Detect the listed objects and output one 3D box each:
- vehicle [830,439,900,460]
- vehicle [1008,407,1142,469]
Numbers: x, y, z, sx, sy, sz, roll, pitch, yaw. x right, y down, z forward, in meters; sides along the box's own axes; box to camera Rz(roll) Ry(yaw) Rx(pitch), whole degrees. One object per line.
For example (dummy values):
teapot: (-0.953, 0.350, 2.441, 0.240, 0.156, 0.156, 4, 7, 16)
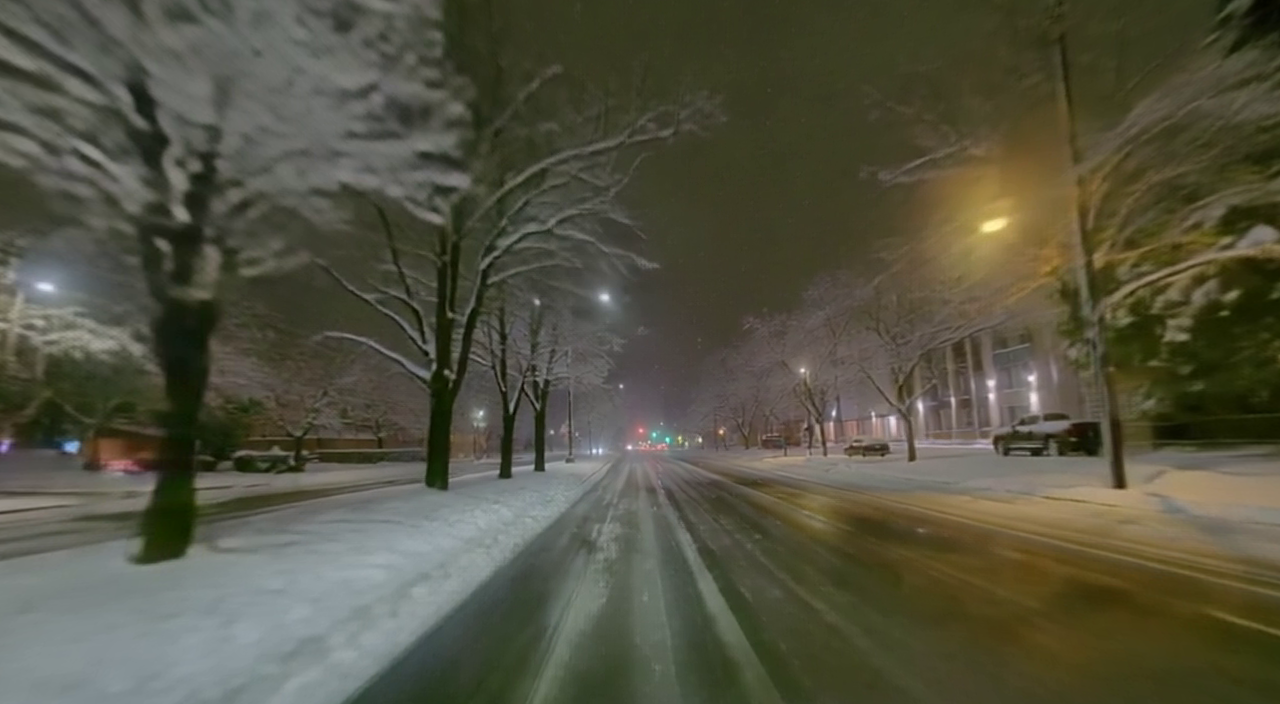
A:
vehicle: (16.924, 7.351, 47.645, 4.505, 1.498, 2.068, 0, -8, -3)
vehicle: (21.690, 4.386, 31.988, 2.400, 2.851, 5.992, 0, -8, 0)
